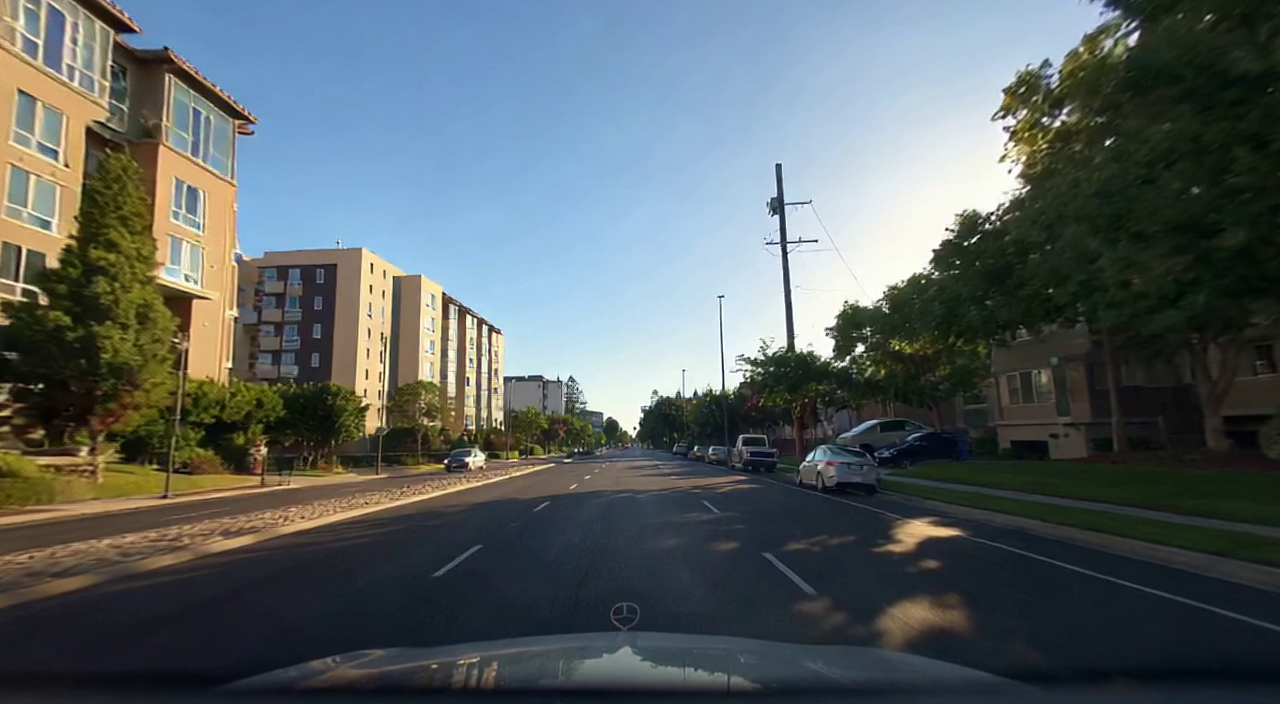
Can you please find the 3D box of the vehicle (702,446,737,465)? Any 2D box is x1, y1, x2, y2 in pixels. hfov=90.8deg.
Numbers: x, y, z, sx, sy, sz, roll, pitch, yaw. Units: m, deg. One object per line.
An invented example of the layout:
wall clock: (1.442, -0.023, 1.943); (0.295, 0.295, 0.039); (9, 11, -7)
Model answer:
vehicle: (6.148, 8.047, 49.370); (2.013, 1.408, 5.011); (0, -9, -1)

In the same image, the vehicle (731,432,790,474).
vehicle: (6.342, 5.434, 34.171); (2.267, 2.037, 6.240); (-1, -9, 3)

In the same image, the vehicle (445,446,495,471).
vehicle: (-10.581, 6.628, 39.621); (1.847, 1.460, 4.294); (-1, -8, 1)

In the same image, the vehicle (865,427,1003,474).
vehicle: (12.987, 4.385, 28.086); (5.117, 1.723, 1.968); (-2, -9, -5)

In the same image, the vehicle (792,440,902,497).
vehicle: (6.174, 3.508, 19.422); (1.914, 1.517, 4.320); (0, -8, 0)
